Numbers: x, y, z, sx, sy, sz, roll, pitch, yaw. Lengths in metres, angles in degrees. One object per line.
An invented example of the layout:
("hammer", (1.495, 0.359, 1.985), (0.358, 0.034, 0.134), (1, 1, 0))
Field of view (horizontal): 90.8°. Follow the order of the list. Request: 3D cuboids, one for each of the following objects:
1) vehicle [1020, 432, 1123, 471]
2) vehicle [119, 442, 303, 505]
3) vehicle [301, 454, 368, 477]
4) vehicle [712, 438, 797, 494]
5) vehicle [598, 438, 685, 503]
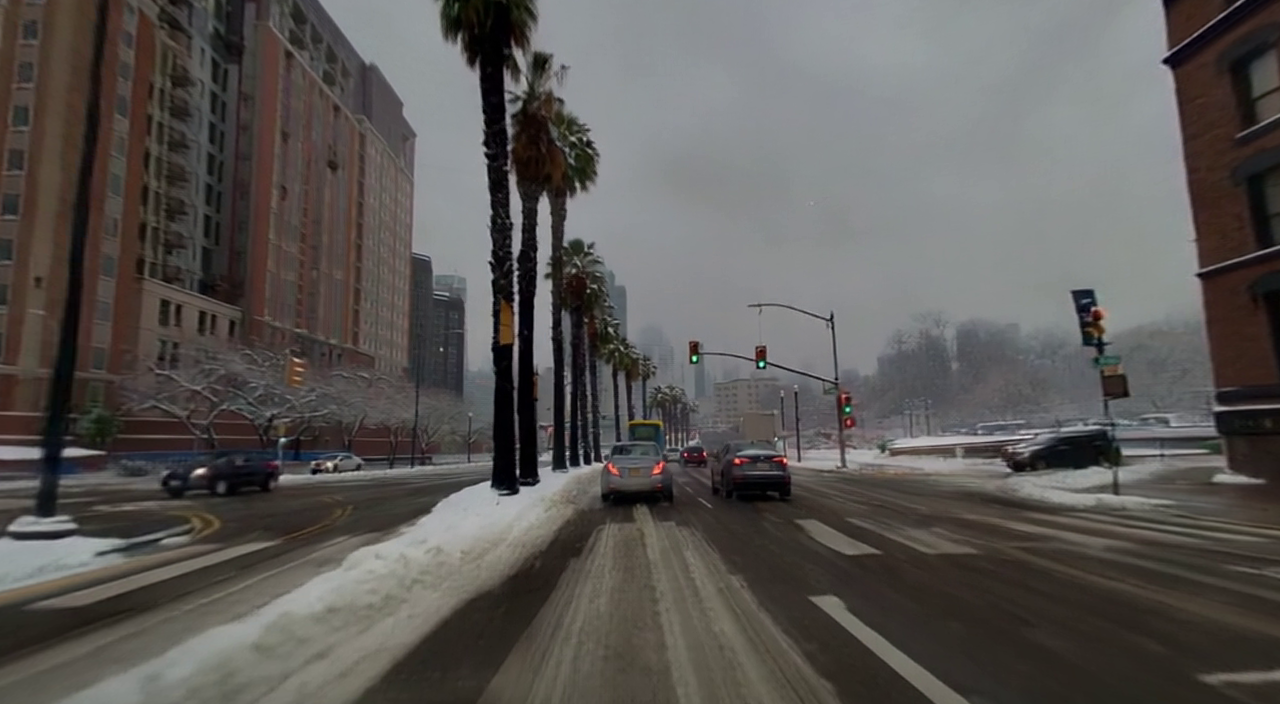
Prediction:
("vehicle", (20.337, 4.727, 30.089), (1.959, 1.674, 4.706), (-1, -9, 6))
("vehicle", (-11.602, 3.218, 17.085), (4.435, 1.501, 1.977), (-4, -9, 24))
("vehicle", (-22.302, 8.281, 46.321), (1.809, 1.472, 4.601), (-2, -9, 13))
("vehicle", (3.348, 3.413, 19.232), (1.909, 1.500, 3.524), (0, -9, 0))
("vehicle", (0.055, 3.054, 16.684), (2.048, 1.503, 3.681), (0, -9, 1))
